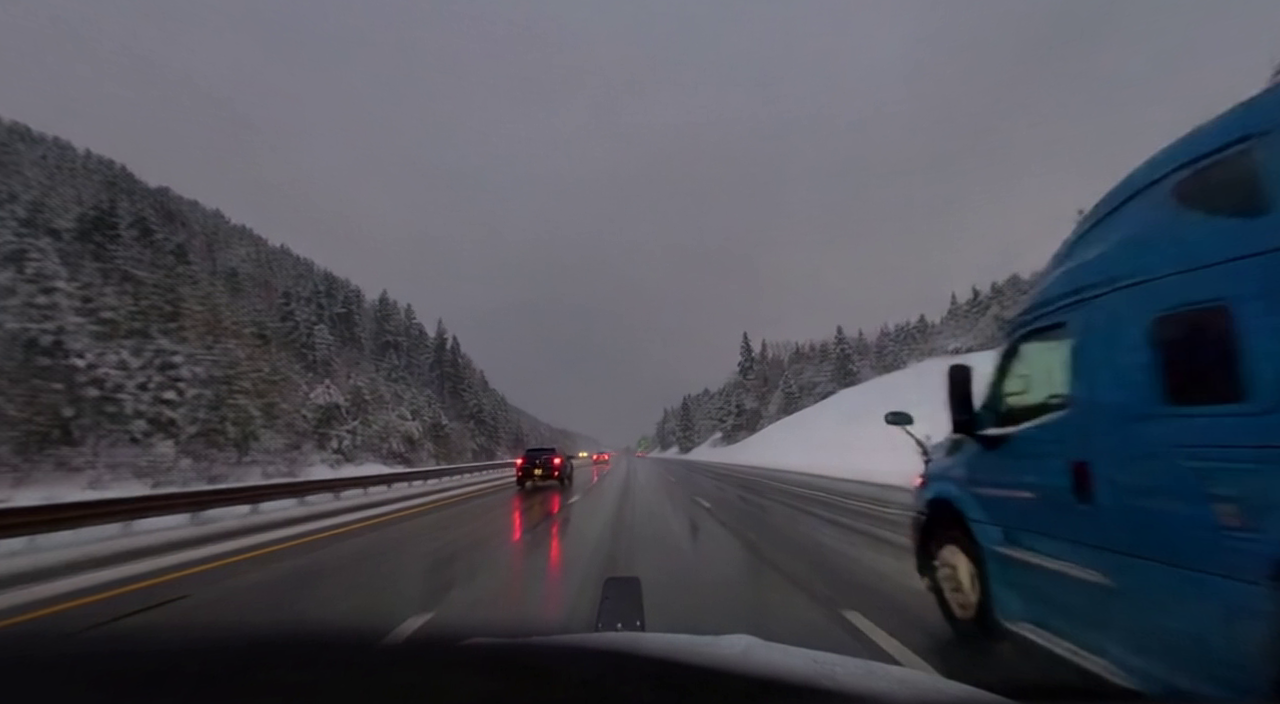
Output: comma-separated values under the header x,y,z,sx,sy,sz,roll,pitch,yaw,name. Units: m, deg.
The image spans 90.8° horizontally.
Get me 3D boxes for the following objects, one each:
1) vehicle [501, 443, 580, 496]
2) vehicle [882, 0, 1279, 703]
x,y,z,sx,sy,sz,roll,pitch,yaw,name
-3.153,3.821,20.909,1.944,1.548,4.051,0,-9,0,vehicle
3.986,-0.134,3.299,3.016,3.891,5.767,0,-9,0,vehicle
